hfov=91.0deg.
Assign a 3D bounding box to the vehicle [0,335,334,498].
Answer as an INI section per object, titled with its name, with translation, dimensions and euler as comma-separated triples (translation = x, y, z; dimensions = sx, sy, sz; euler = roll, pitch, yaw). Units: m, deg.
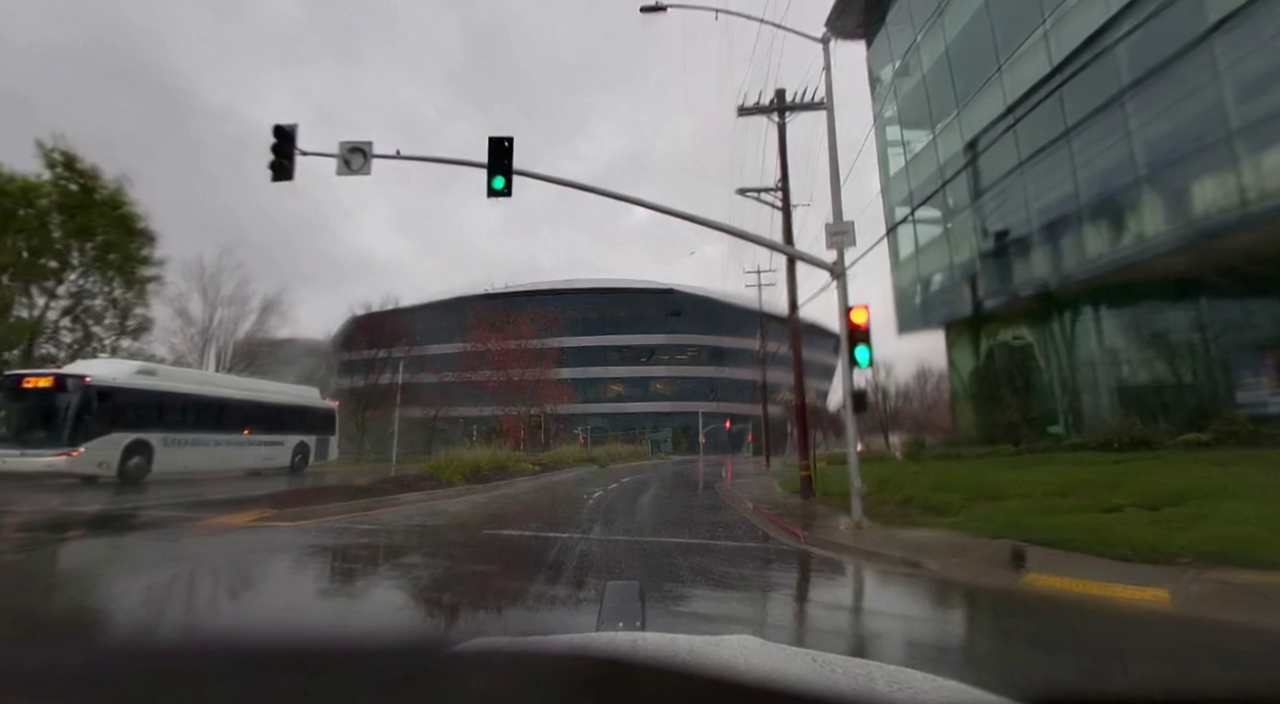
[vehicle]
translation = -14.985, 2.429, 21.384
dimensions = 3.014, 4.047, 11.442
euler = 0, -9, 2
